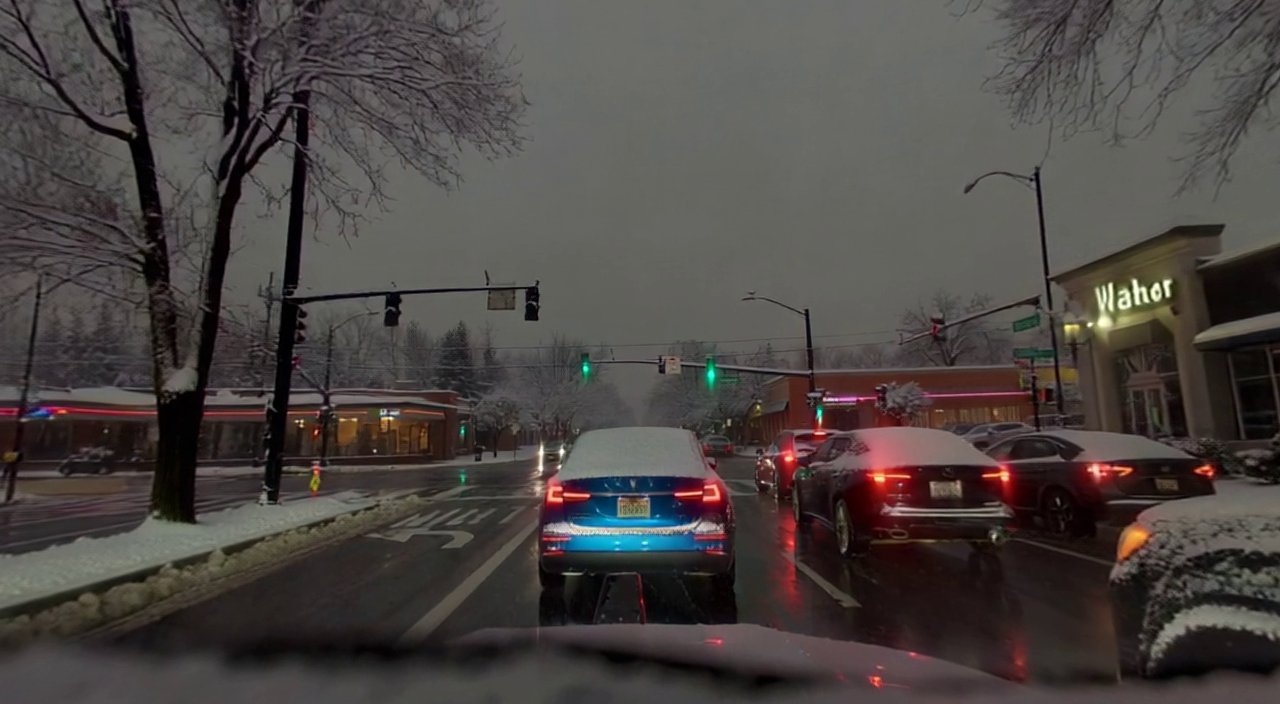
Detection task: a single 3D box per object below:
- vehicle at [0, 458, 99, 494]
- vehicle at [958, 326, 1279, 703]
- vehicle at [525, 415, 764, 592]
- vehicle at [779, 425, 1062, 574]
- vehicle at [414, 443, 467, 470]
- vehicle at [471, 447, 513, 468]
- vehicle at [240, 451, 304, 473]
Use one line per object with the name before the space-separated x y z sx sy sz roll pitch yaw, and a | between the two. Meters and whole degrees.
vehicle | -27.215 5.501 28.096 4.285 1.427 1.883 3 -9 -22
vehicle | 2.985 0.705 1.595 2.075 1.661 4.401 0 -9 1
vehicle | 0.017 1.655 7.653 2.154 1.577 3.723 0 -9 -1
vehicle | 3.326 1.819 8.581 1.865 1.496 4.170 0 -9 -1
vehicle | -15.068 7.885 48.028 2.395 1.903 4.860 -1 -9 1
vehicle | -11.244 8.003 48.232 2.099 1.478 4.411 0 -9 0
vehicle | -28.569 8.528 49.182 4.205 1.541 1.780 4 -10 -28
